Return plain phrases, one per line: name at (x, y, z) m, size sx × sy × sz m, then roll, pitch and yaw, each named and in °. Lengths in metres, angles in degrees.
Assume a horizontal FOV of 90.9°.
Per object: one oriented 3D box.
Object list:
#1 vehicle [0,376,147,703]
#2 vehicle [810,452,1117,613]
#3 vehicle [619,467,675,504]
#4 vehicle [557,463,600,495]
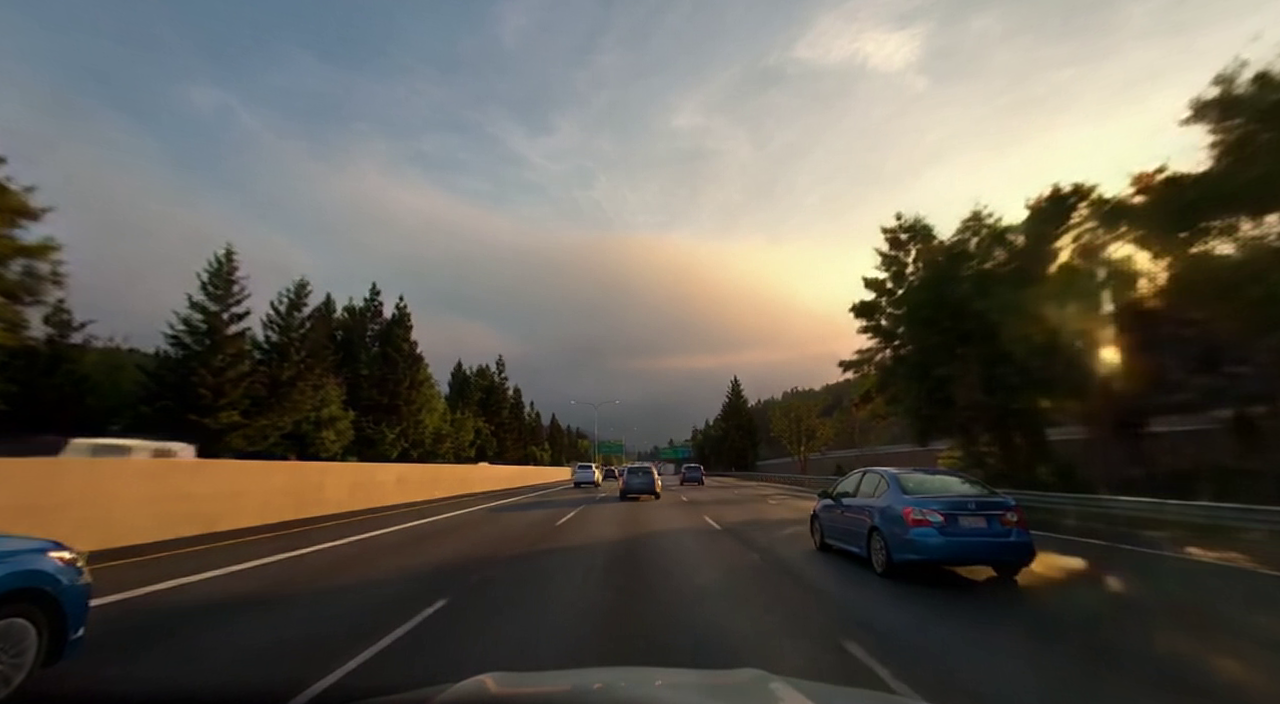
vehicle at (-3.971, 0.681, 1.493) m, size 1.999 × 1.659 × 4.340 m, roll 1°, pitch -10°, yaw 0°
vehicle at (3.756, 2.156, 8.253) m, size 1.938 × 1.561 × 3.786 m, roll 1°, pitch -10°, yaw -1°
vehicle at (0.301, 5.758, 27.392) m, size 2.241 × 1.425 × 3.973 m, roll 1°, pitch -10°, yaw 1°
vehicle at (-3.593, 7.530, 37.569) m, size 2.021 × 1.706 × 4.247 m, roll 0°, pitch -10°, yaw 1°
